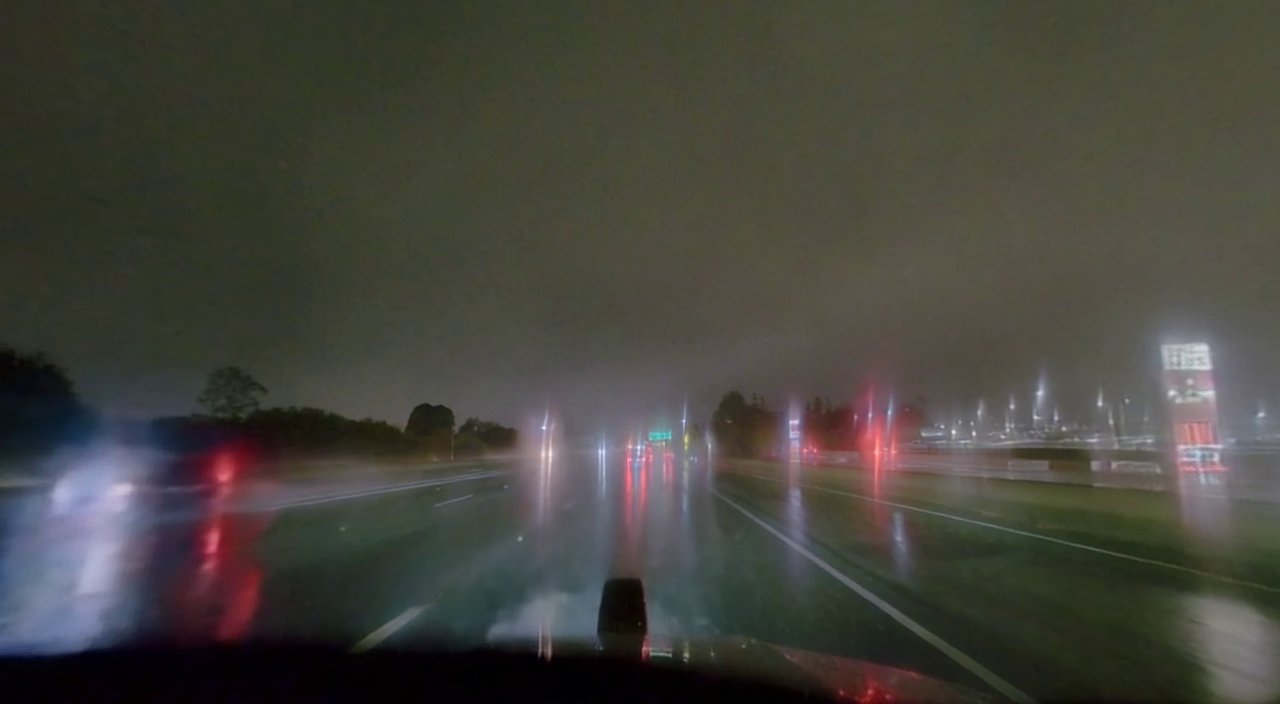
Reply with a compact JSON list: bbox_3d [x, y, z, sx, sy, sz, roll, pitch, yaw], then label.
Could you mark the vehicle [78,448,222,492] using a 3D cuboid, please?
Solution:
[{"bbox_3d":[-18.819,4.530,24.534,1.874,1.512,4.560,0,-9,0],"label":"vehicle"}]
